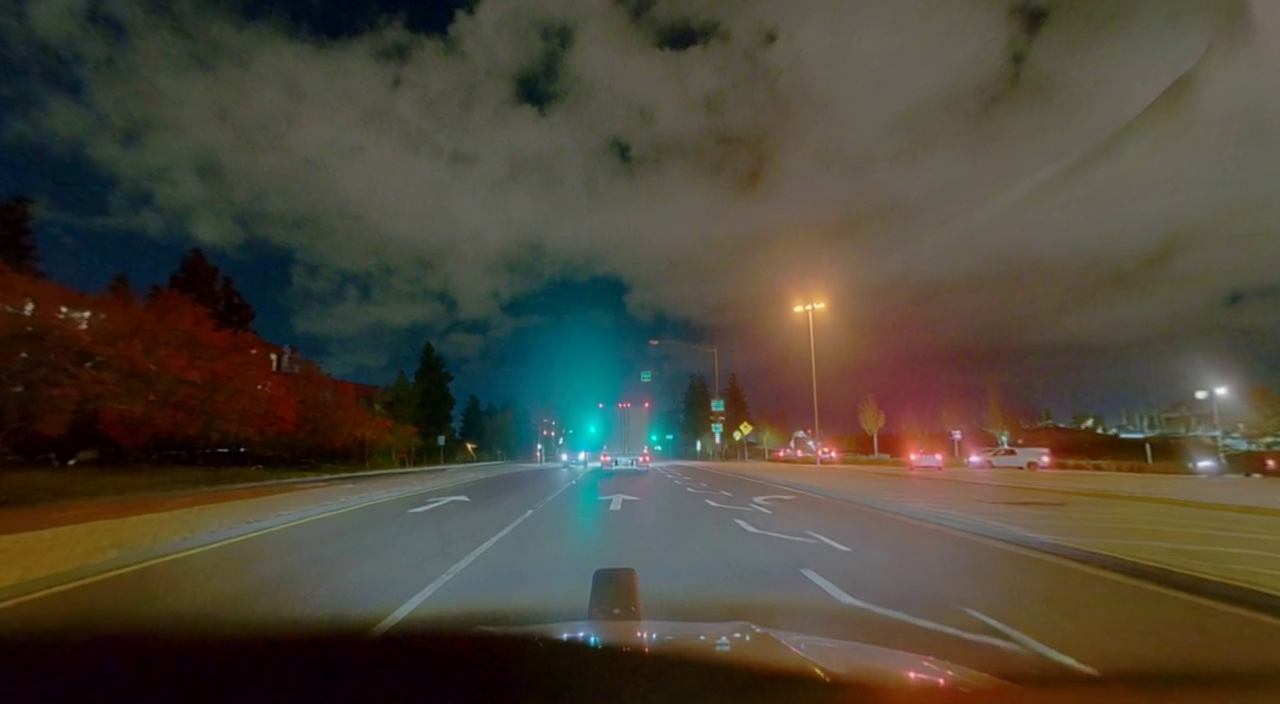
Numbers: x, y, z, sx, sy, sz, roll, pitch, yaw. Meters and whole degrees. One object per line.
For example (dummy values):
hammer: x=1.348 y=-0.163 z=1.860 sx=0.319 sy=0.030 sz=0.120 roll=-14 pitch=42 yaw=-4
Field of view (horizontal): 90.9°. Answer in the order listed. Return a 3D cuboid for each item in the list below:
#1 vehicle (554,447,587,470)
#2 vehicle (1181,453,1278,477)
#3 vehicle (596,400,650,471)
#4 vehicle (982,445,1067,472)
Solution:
vehicle: x=-4.823 y=7.410 z=44.108 sx=1.917 sy=1.462 sz=3.878 roll=0 pitch=-8 yaw=-1
vehicle: x=39.846 y=7.632 z=42.723 sx=4.376 sy=1.459 sz=1.696 roll=-4 pitch=-8 yaw=27
vehicle: x=-1.006 y=5.060 z=38.012 sx=2.876 sy=3.724 sz=9.351 roll=0 pitch=-8 yaw=-1
vehicle: x=28.958 y=8.008 z=47.667 sx=5.139 sy=1.889 sz=1.953 roll=-4 pitch=-7 yaw=22
